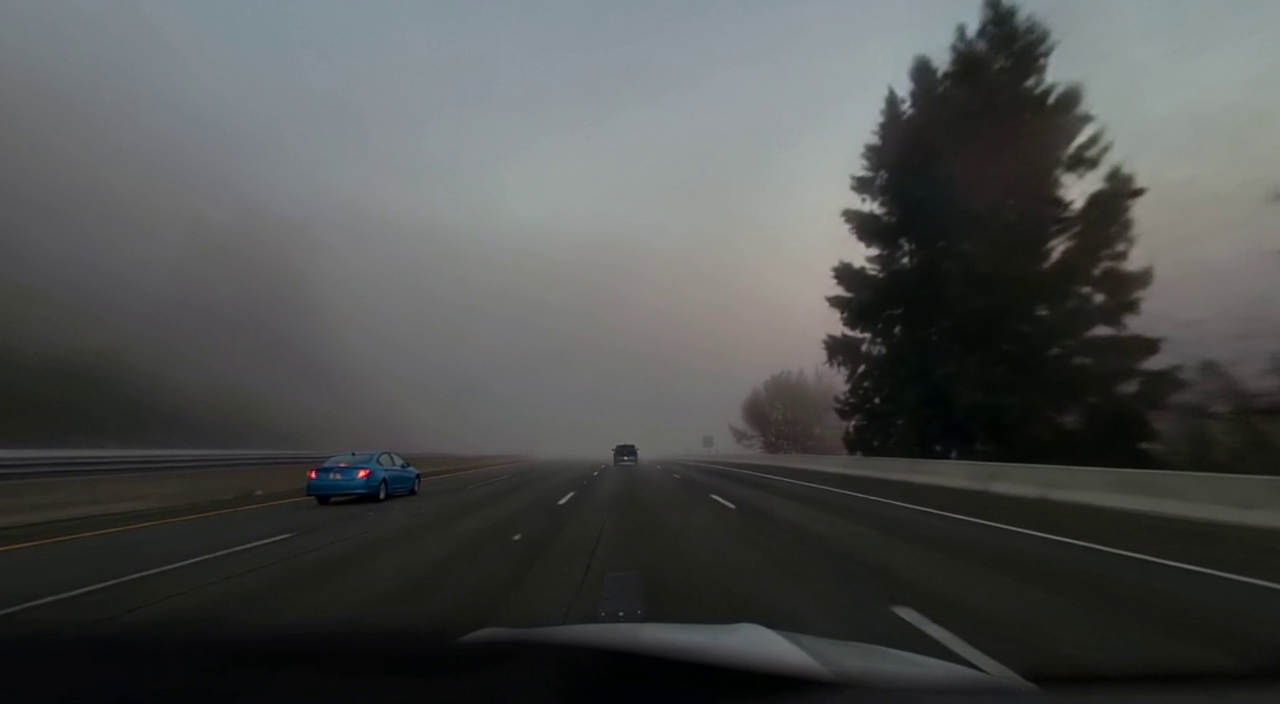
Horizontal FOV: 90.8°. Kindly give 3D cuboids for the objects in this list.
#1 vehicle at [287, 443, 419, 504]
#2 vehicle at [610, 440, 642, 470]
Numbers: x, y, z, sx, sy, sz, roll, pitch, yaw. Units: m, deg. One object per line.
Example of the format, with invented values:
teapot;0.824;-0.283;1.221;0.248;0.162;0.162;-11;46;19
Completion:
vehicle;-7.750;3.286;17.536;1.915;1.479;3.843;0;-9;-1
vehicle;-0.995;6.882;42.224;1.990;1.878;4.079;0;-9;-3
